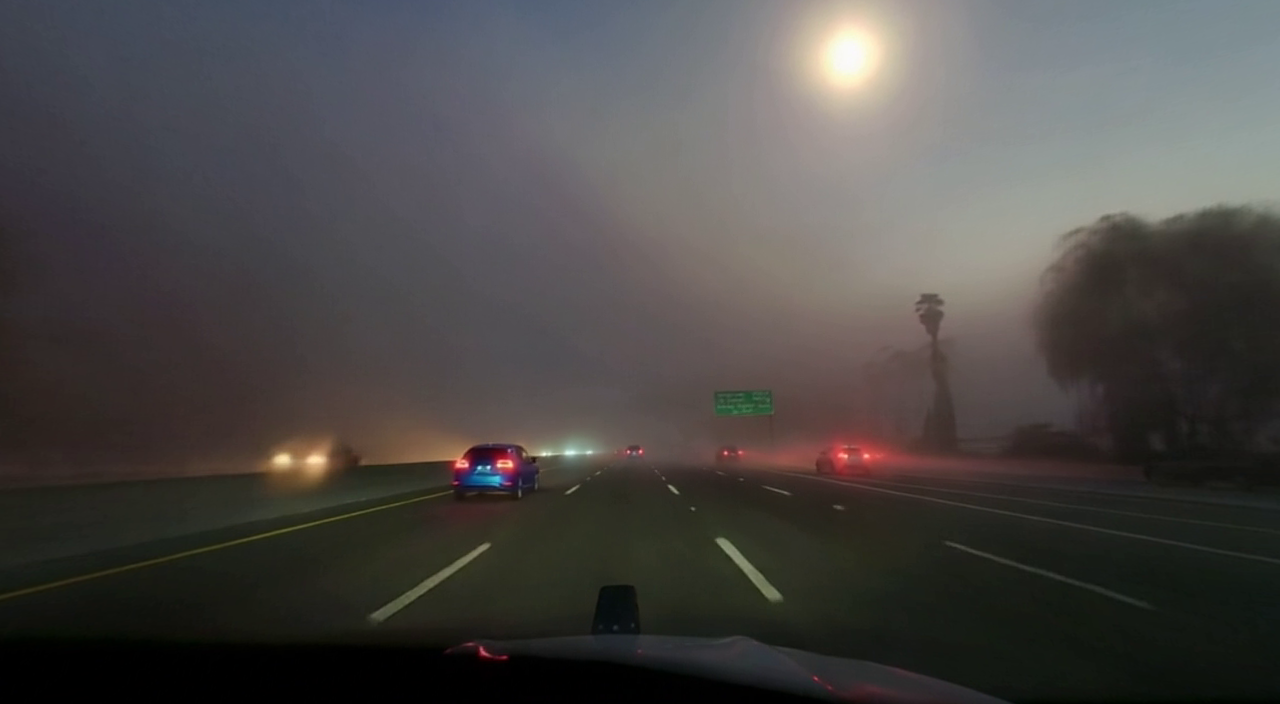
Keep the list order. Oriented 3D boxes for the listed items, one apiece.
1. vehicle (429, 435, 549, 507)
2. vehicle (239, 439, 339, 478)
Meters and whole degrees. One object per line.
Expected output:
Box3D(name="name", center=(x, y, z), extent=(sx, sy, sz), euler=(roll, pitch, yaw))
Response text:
Box3D(name="vehicle", center=(-3.746, 3.041, 16.639), extent=(1.996, 1.617, 4.637), euler=(0, -9, 0))
Box3D(name="vehicle", center=(-17.313, 5.269, 31.503), extent=(2.228, 1.795, 4.910), euler=(0, -9, -1))
